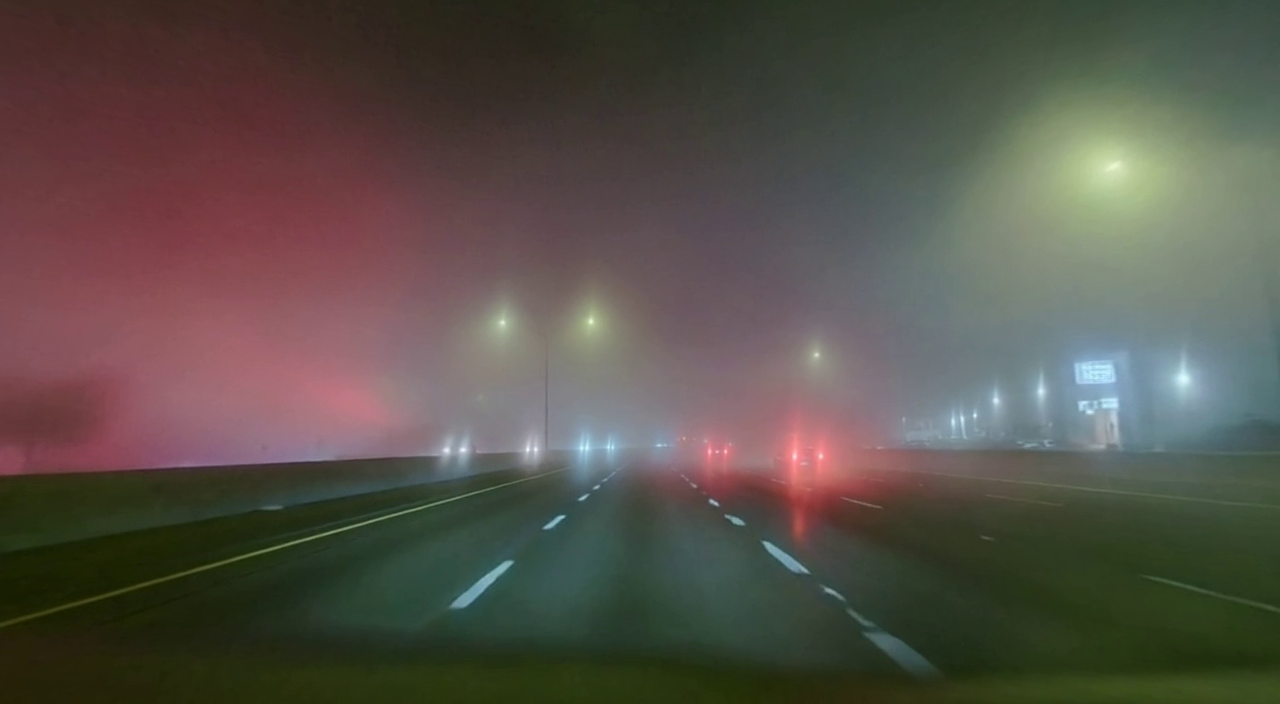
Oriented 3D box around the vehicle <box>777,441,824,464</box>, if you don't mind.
[{"bbox_3d":[10.920,6.873,43.260,2.000,1.514,4.585,0,-9,0],"label":"vehicle"}]
